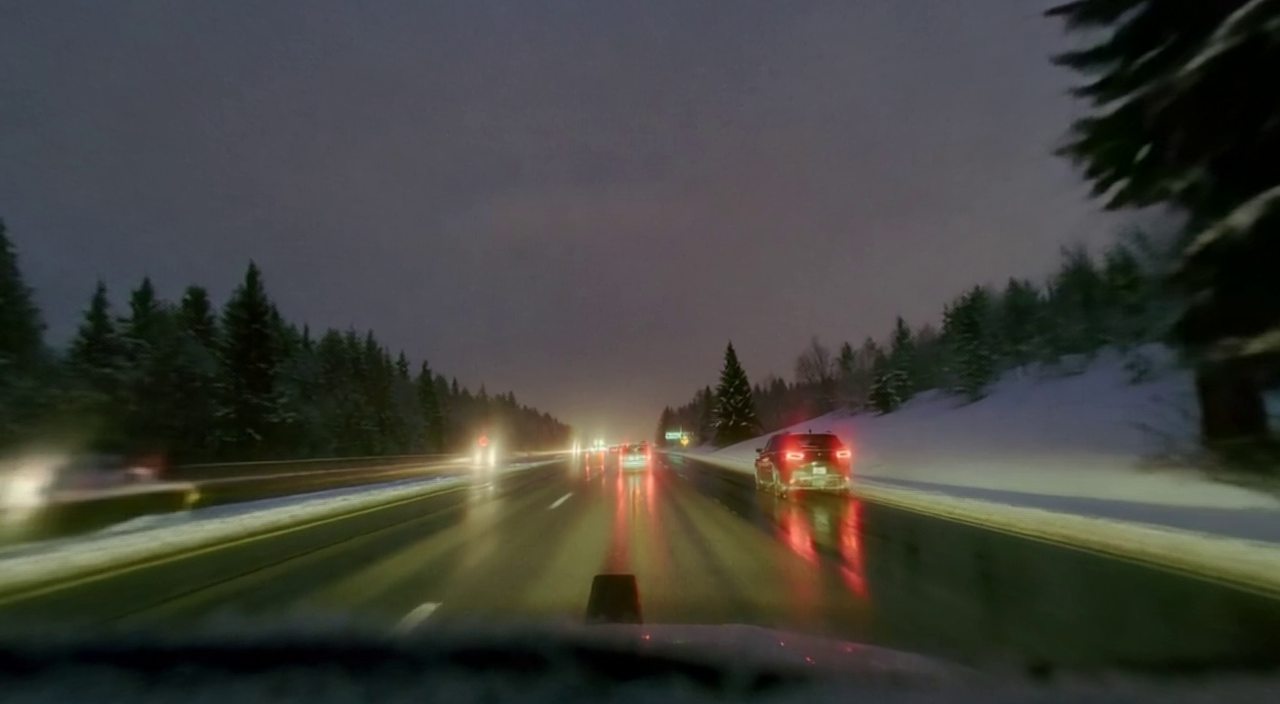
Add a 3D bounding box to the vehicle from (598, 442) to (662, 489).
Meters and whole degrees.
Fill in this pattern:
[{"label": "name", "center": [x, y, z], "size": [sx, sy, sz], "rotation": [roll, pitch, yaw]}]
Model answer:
[{"label": "vehicle", "center": [-0.352, 4.010, 22.467], "size": [2.066, 1.490, 3.759], "rotation": [-1, -9, -1]}]
